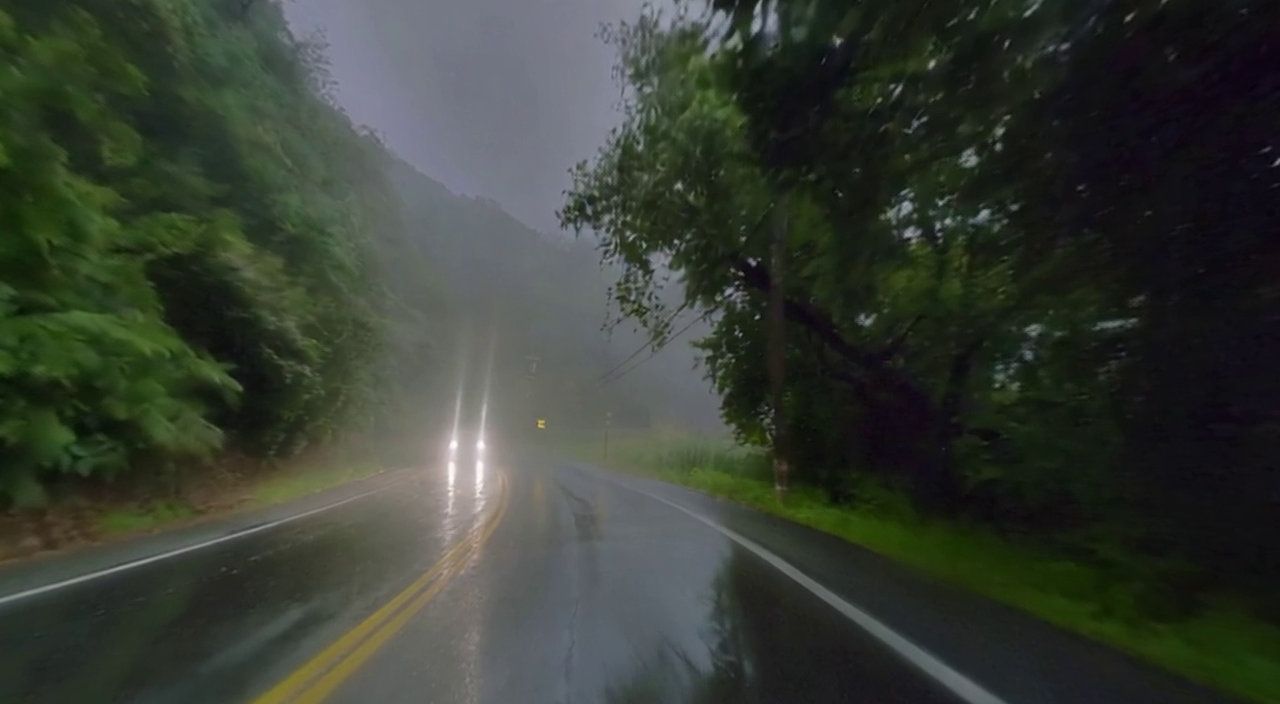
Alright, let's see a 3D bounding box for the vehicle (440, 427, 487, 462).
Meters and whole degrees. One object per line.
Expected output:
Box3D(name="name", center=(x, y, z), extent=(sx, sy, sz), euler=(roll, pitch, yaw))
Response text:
Box3D(name="vehicle", center=(-10.299, 5.443, 37.083), extent=(2.213, 1.882, 4.693), euler=(2, -8, -11))
